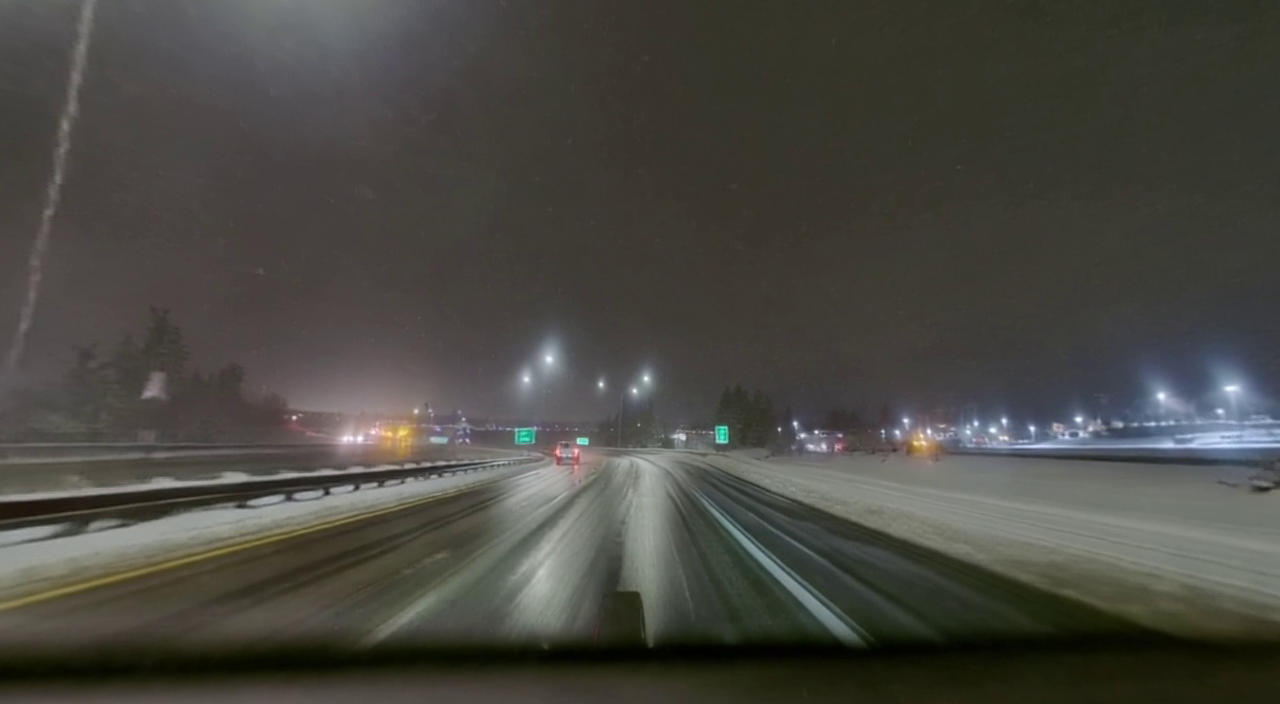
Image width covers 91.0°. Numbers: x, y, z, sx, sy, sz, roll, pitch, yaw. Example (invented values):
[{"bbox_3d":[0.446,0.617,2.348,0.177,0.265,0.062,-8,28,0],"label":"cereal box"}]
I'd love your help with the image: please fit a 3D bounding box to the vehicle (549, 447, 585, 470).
[{"bbox_3d":[-5.198,7.660,45.462,2.234,1.588,4.484,1,-9,-3],"label":"vehicle"}]
